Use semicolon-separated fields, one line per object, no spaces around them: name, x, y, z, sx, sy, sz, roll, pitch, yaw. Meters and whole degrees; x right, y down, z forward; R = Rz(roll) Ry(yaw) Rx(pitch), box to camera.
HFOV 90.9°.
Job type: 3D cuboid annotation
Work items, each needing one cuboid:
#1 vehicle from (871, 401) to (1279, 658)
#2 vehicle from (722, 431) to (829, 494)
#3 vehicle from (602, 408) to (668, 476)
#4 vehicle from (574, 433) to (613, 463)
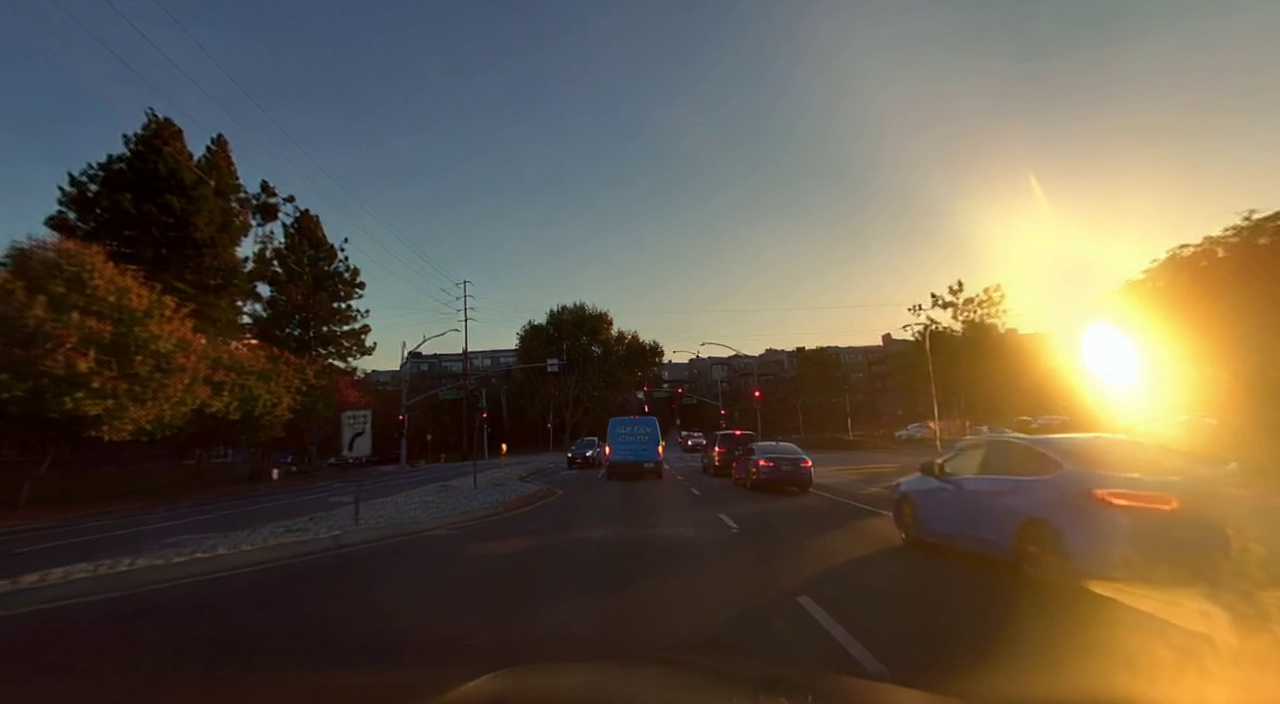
vehicle;4.174;1.411;6.251;1.967;1.506;4.968;0;-8;1
vehicle;3.554;2.991;17.417;1.951;1.483;4.582;0;-8;0
vehicle;-0.097;3.686;25.707;2.422;2.488;4.992;0;-8;2
vehicle;-2.828;5.987;39.424;2.203;1.786;4.249;0;-8;-1
